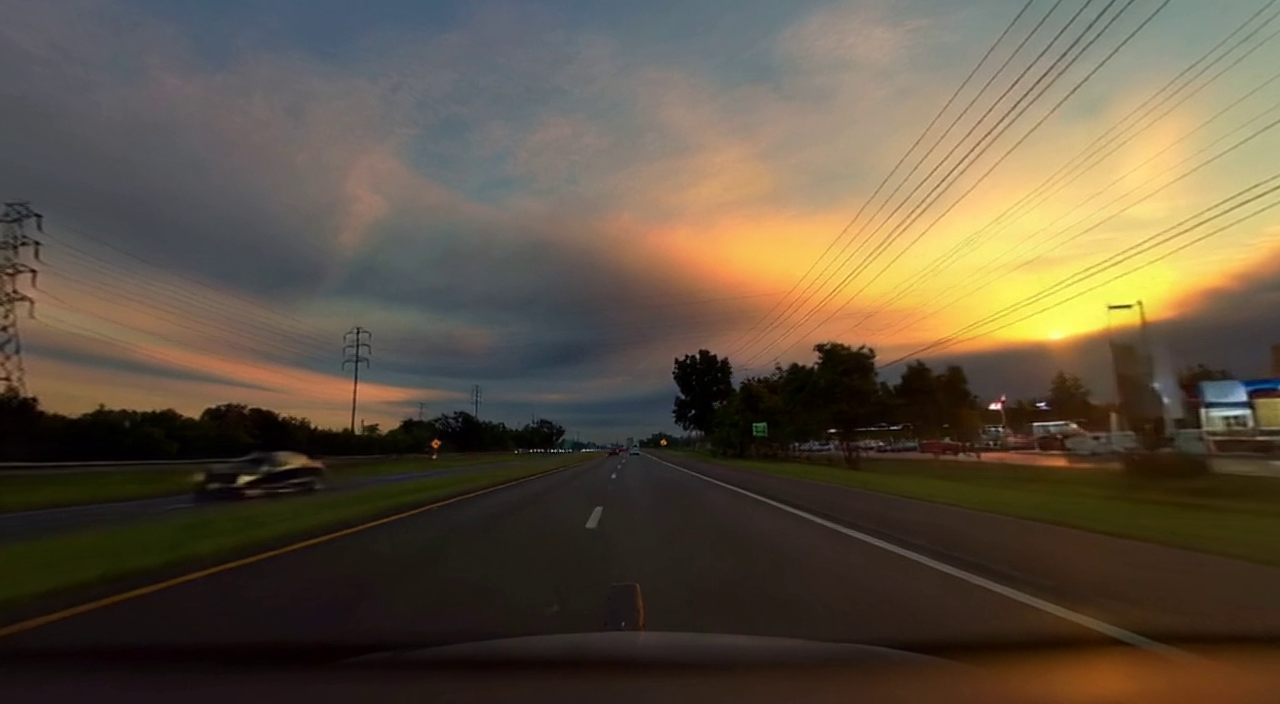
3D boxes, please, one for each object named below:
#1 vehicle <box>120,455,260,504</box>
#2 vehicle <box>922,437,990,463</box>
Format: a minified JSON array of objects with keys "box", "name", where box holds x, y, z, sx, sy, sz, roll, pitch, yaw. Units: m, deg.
[{"box":[-14.899,4.195,21.195,1.765,1.416,4.072,0,-9,-1],"name":"vehicle"},{"box":[20.741,6.474,41.564,2.029,1.578,4.313,1,-9,-3],"name":"vehicle"}]
